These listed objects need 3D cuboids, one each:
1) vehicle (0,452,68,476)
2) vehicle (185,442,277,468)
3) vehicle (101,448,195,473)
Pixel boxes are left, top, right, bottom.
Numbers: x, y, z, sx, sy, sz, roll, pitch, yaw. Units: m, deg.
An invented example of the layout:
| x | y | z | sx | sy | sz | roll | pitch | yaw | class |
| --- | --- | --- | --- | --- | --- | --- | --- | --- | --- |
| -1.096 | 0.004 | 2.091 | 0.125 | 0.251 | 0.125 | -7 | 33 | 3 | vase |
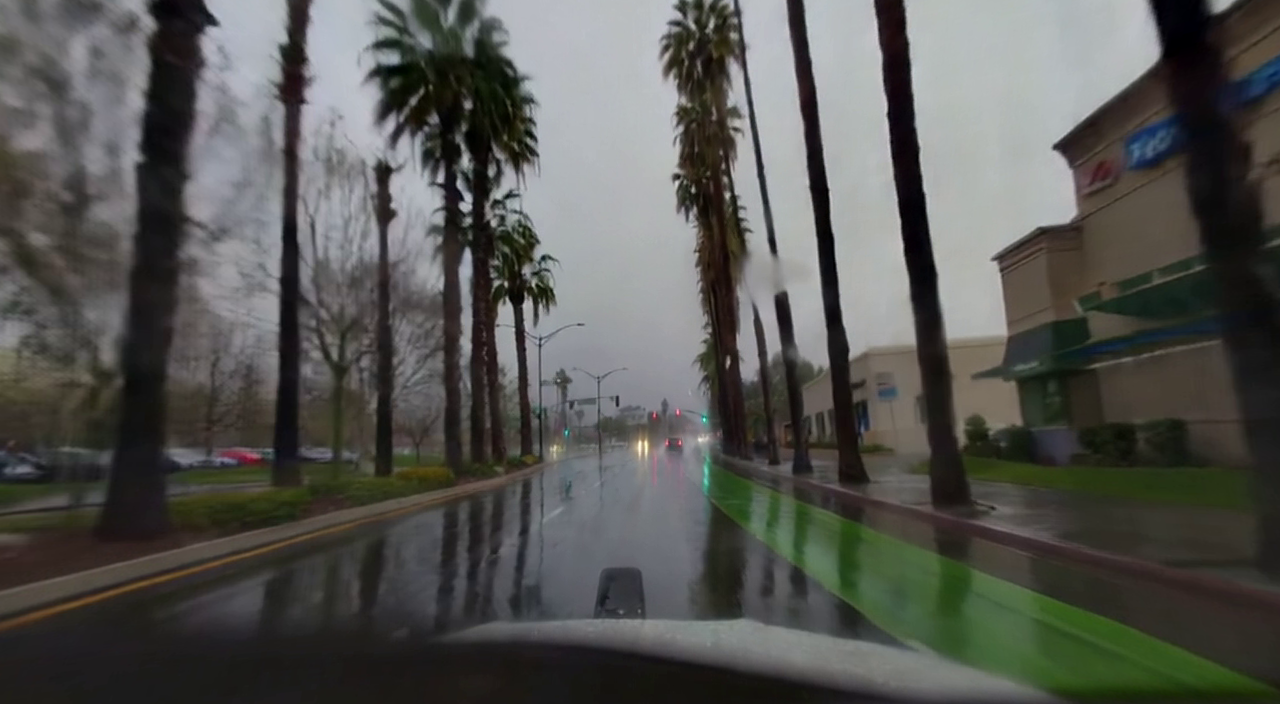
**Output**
| x | y | z | sx | sy | sz | roll | pitch | yaw | class |
| --- | --- | --- | --- | --- | --- | --- | --- | --- | --- |
| -45.086 | 8.265 | 46.772 | 1.632 | 1.453 | 3.707 | -6 | -8 | 12 | vehicle |
| -29.964 | 7.556 | 46.354 | 5.174 | 1.778 | 2.292 | -1 | -8 | 3 | vehicle |
| -29.961 | 6.578 | 38.487 | 4.479 | 1.465 | 1.772 | -1 | -8 | 8 | vehicle |
